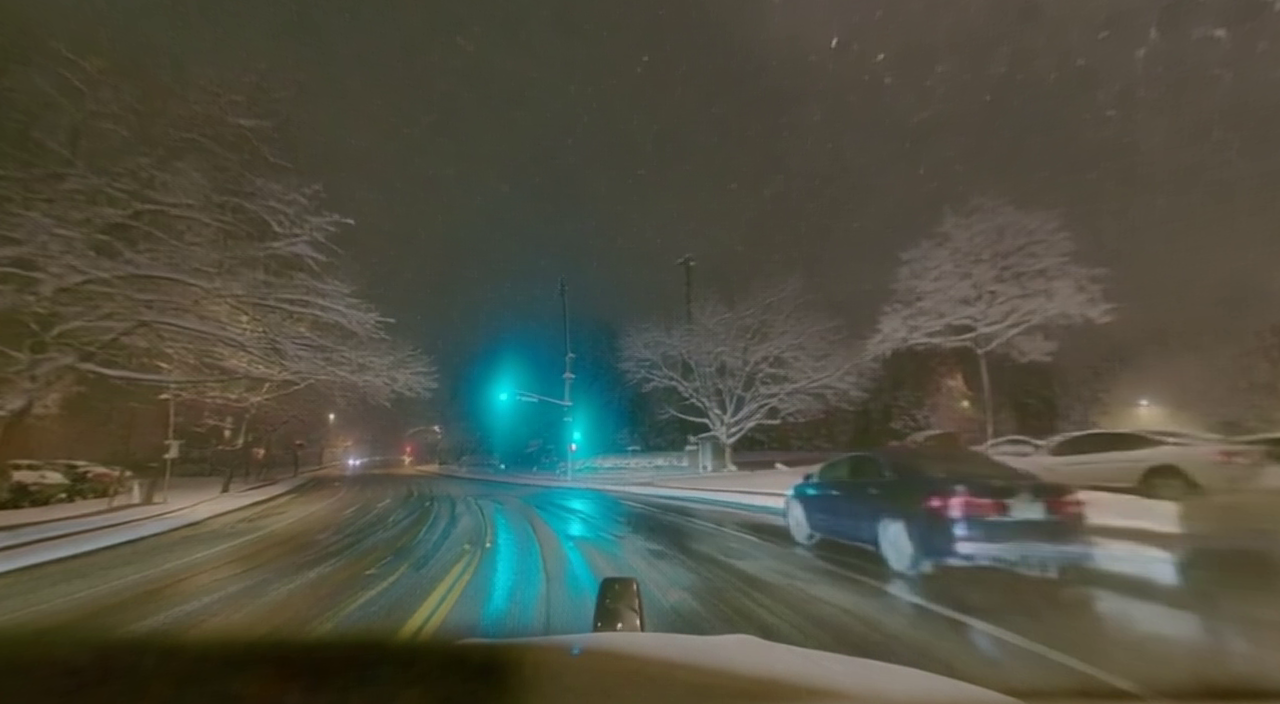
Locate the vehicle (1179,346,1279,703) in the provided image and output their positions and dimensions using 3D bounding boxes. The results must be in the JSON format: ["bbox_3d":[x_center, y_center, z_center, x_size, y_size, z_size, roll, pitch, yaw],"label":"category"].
[{"bbox_3d":[4.265,0.551,1.059,2.289,1.785,4.944,0,-9,0],"label":"vehicle"}]

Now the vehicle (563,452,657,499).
[{"bbox_3d":[-1.216,4.391,22.935,1.884,1.508,4.713,4,-10,-23],"label":"vehicle"}]

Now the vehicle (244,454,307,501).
[{"bbox_3d":[-16.655,5.755,29.121,2.171,1.838,5.344,1,-10,-27],"label":"vehicle"}]

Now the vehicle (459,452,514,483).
[{"bbox_3d":[-10.308,7.635,42.097,2.255,1.863,5.629,4,-10,-26],"label":"vehicle"}]

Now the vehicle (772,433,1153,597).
[{"bbox_3d":[3.621,1.905,8.376,2.066,1.509,4.579,1,-9,-10],"label":"vehicle"}]
